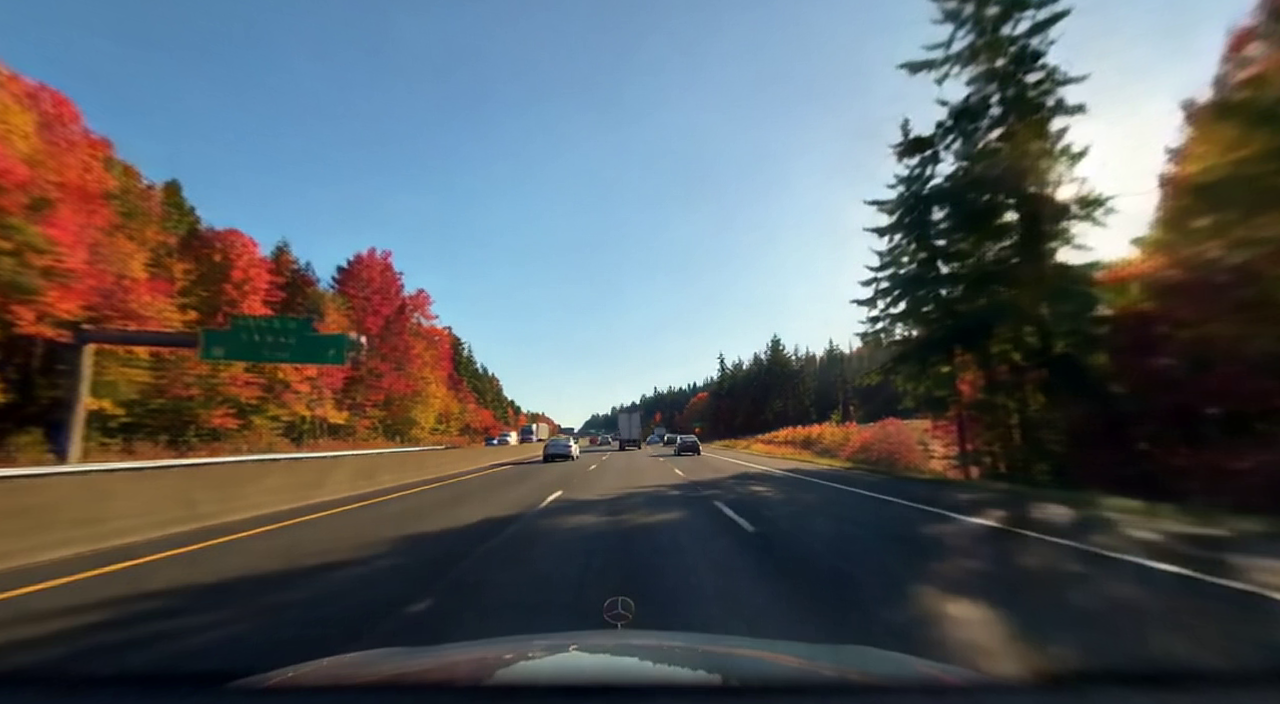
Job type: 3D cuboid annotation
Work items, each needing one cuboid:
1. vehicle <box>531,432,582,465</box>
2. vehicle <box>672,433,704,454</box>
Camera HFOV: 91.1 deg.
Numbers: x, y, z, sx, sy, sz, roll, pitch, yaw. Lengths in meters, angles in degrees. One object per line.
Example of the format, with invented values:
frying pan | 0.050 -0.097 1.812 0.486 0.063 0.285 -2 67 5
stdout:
vehicle | -3.980 4.684 30.659 2.027 1.501 3.920 0 -8 -1
vehicle | 3.491 6.781 46.608 1.882 1.492 3.958 0 -8 -3
